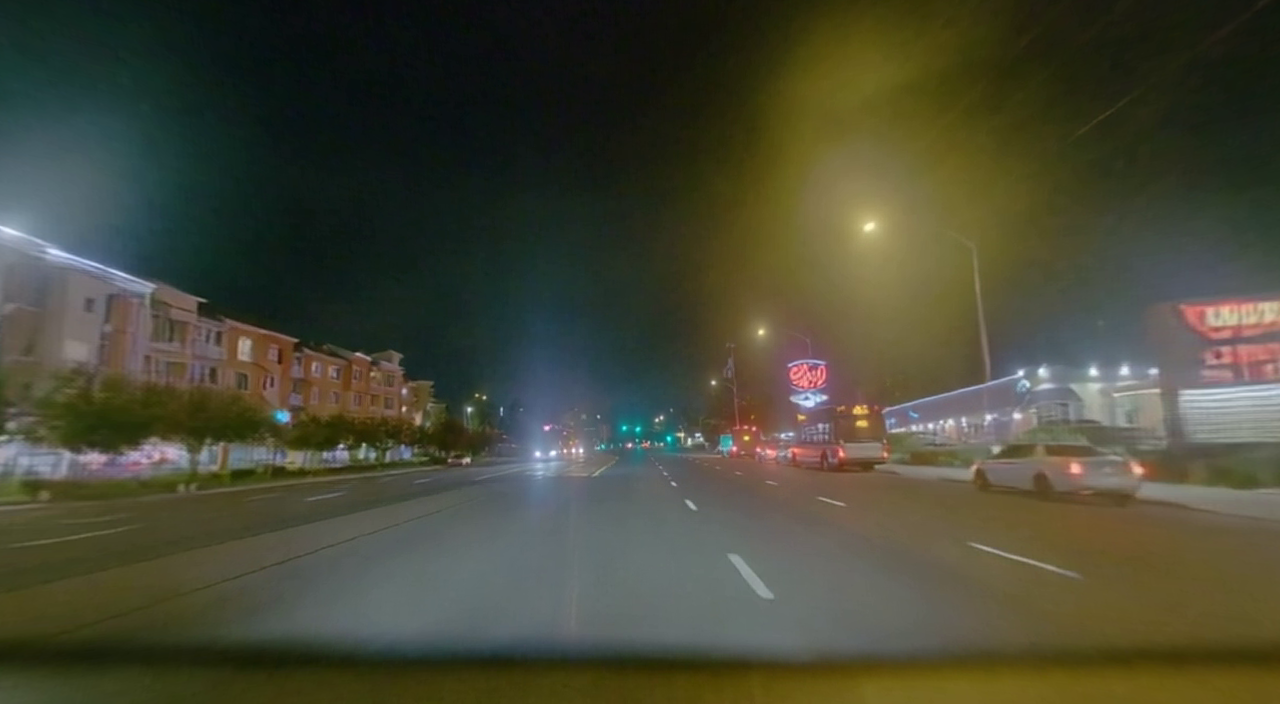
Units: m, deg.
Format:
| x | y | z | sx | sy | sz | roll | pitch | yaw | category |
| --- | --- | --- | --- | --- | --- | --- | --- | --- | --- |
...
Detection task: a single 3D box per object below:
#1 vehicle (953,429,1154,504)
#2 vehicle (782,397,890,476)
| x | y | z | sx | sy | sz | roll | pitch | yaw | category |
| --- | --- | --- | --- | --- | --- | --- | --- | --- | --- |
| 10.255 | 2.857 | 16.204 | 2.085 | 1.630 | 4.403 | 0 | -8 | -1 | vehicle |
| 9.902 | 4.439 | 33.000 | 2.897 | 3.584 | 7.857 | 0 | -8 | -2 | vehicle |
